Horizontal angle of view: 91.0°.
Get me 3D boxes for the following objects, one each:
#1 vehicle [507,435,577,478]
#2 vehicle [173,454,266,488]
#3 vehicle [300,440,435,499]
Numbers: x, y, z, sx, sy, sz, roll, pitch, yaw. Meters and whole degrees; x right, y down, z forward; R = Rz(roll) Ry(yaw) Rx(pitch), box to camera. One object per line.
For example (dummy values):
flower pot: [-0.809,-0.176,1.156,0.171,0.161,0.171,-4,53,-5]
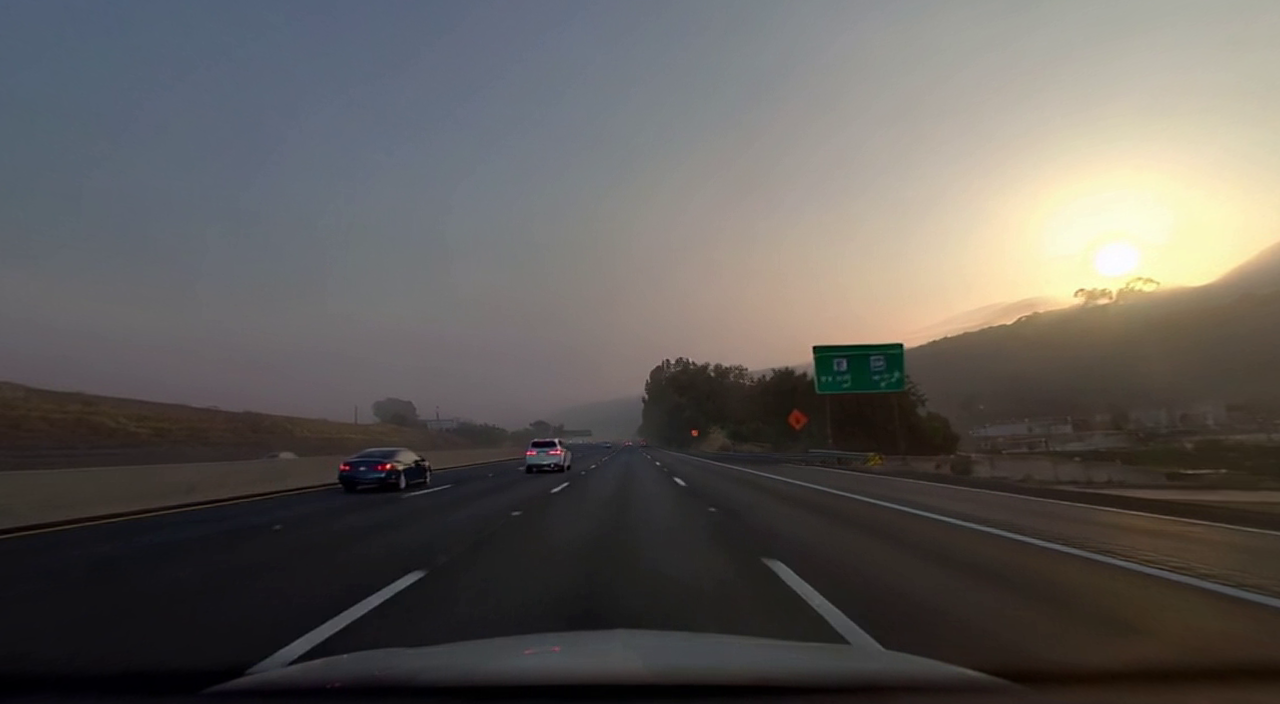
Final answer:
vehicle: [-4.095,4.478,27.338,2.200,1.662,5.091,-1,-8,0]
vehicle: [-20.945,5.929,31.569,1.886,1.457,3.984,0,-8,0]
vehicle: [-7.916,3.409,18.904,1.924,1.519,4.791,0,-8,0]
